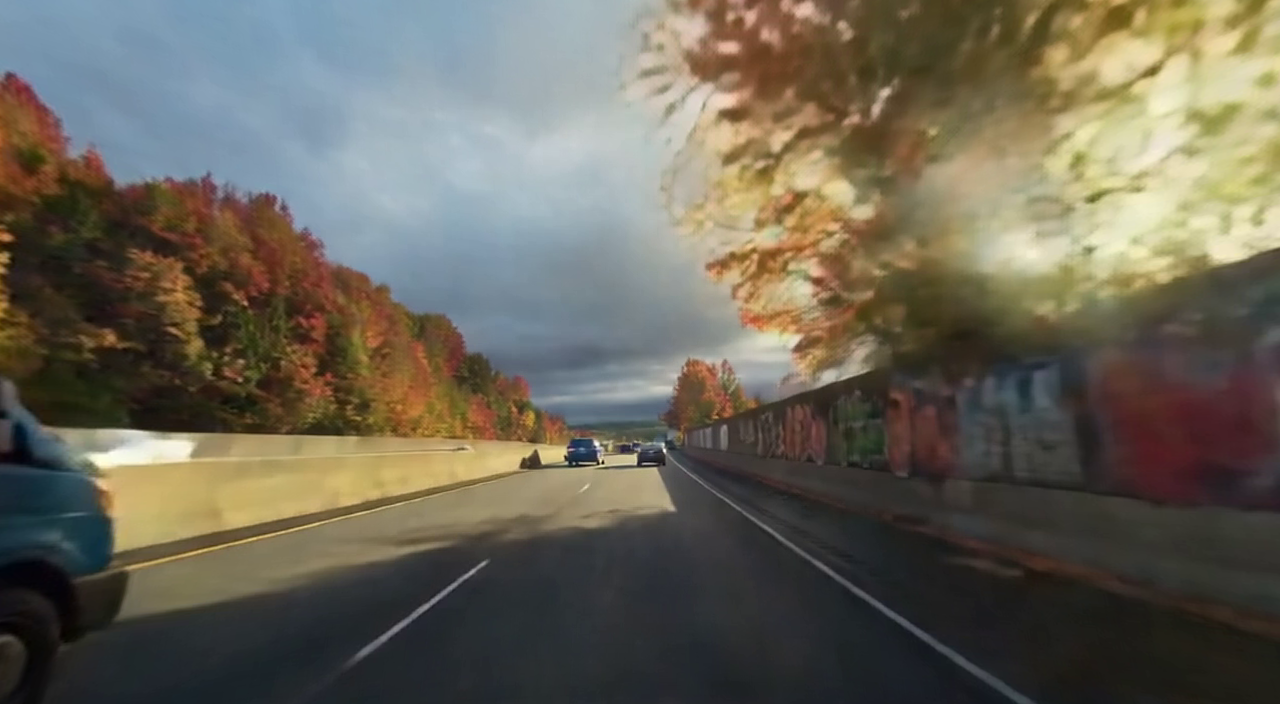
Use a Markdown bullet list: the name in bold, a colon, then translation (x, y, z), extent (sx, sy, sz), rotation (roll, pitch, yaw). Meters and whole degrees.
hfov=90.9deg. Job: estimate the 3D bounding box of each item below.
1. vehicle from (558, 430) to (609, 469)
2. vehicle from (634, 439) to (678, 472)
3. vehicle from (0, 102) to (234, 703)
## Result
- **vehicle**: translation (-3.090, 5.446, 35.355), extent (2.199, 1.973, 5.078), rotation (0, -8, 2)
- **vehicle**: translation (0.781, 5.102, 31.240), extent (2.071, 1.487, 3.948), rotation (0, -8, 1)
- **vehicle**: translation (-3.881, 0.038, 0.869), extent (2.297, 2.687, 6.317), rotation (0, -8, 1)
